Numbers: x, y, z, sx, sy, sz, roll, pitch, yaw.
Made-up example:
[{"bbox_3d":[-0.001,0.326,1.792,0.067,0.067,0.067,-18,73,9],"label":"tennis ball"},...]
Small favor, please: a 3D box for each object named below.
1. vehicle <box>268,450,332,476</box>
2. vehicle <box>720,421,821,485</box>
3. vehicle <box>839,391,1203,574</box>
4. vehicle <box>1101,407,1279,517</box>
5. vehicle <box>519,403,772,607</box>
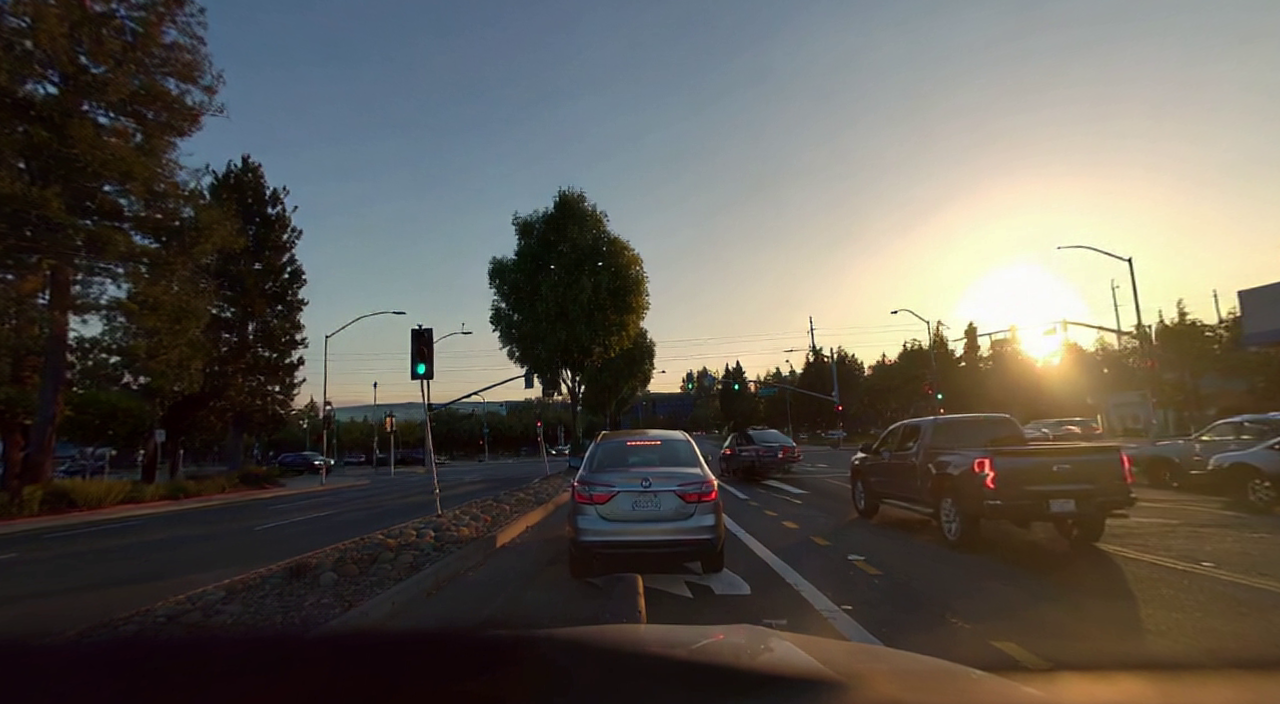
[{"bbox_3d":[-24.064,7.827,44.847,1.798,1.706,4.385,-1,-8,6],"label":"vehicle"},{"bbox_3d":[4.369,3.524,22.259,2.319,1.930,5.651,0,-8,0],"label":"vehicle"},{"bbox_3d":[4.556,1.643,8.684,2.019,1.803,4.634,0,-8,-1],"label":"vehicle"},{"bbox_3d":[11.440,2.021,11.881,1.850,1.778,4.793,0,-8,0],"label":"vehicle"},{"bbox_3d":[0.006,1.568,7.328,2.116,1.677,3.948,0,-8,-1],"label":"vehicle"}]
